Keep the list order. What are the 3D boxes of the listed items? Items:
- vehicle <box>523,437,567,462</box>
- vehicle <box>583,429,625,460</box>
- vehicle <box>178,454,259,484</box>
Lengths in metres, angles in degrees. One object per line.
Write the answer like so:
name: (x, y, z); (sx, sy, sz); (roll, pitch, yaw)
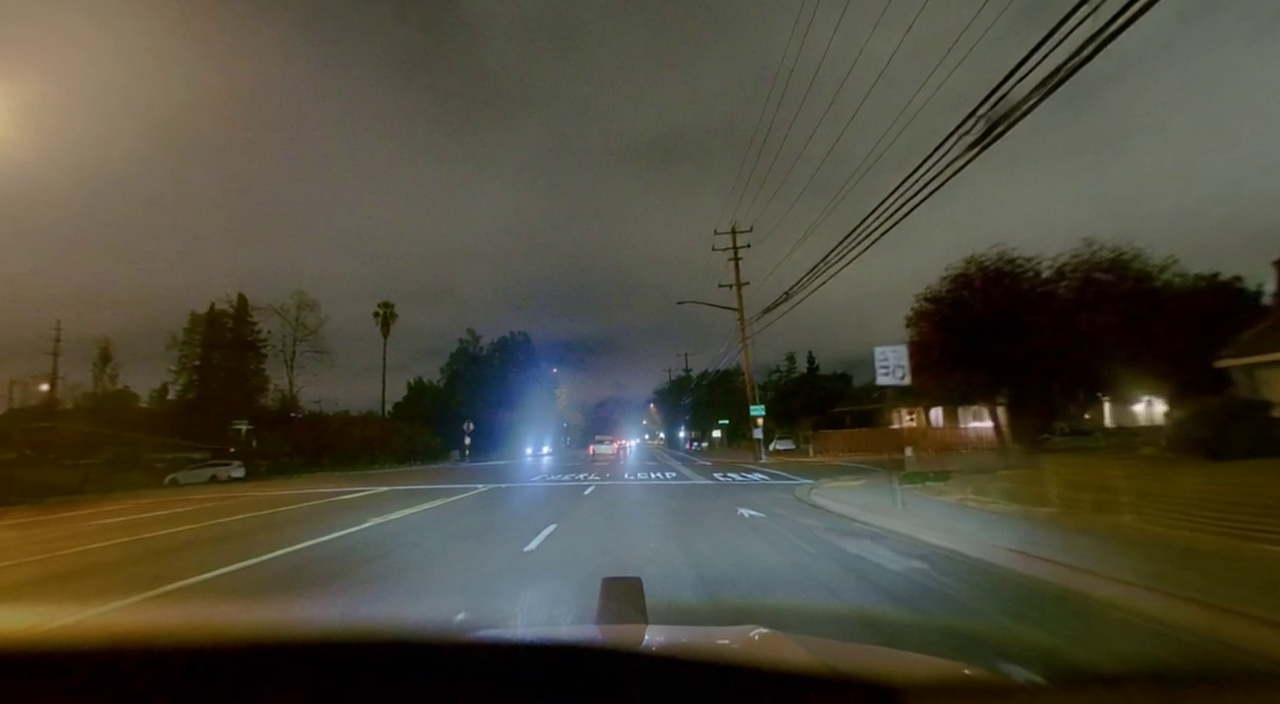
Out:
vehicle: (-6.188, 6.425, 41.759); (2.155, 1.533, 4.530); (-1, -8, 1)
vehicle: (-2.232, 6.005, 40.832); (2.327, 1.861, 4.941); (0, -8, 1)
vehicle: (-27.244, 7.554, 40.969); (1.938, 1.725, 4.846); (0, -8, 0)
